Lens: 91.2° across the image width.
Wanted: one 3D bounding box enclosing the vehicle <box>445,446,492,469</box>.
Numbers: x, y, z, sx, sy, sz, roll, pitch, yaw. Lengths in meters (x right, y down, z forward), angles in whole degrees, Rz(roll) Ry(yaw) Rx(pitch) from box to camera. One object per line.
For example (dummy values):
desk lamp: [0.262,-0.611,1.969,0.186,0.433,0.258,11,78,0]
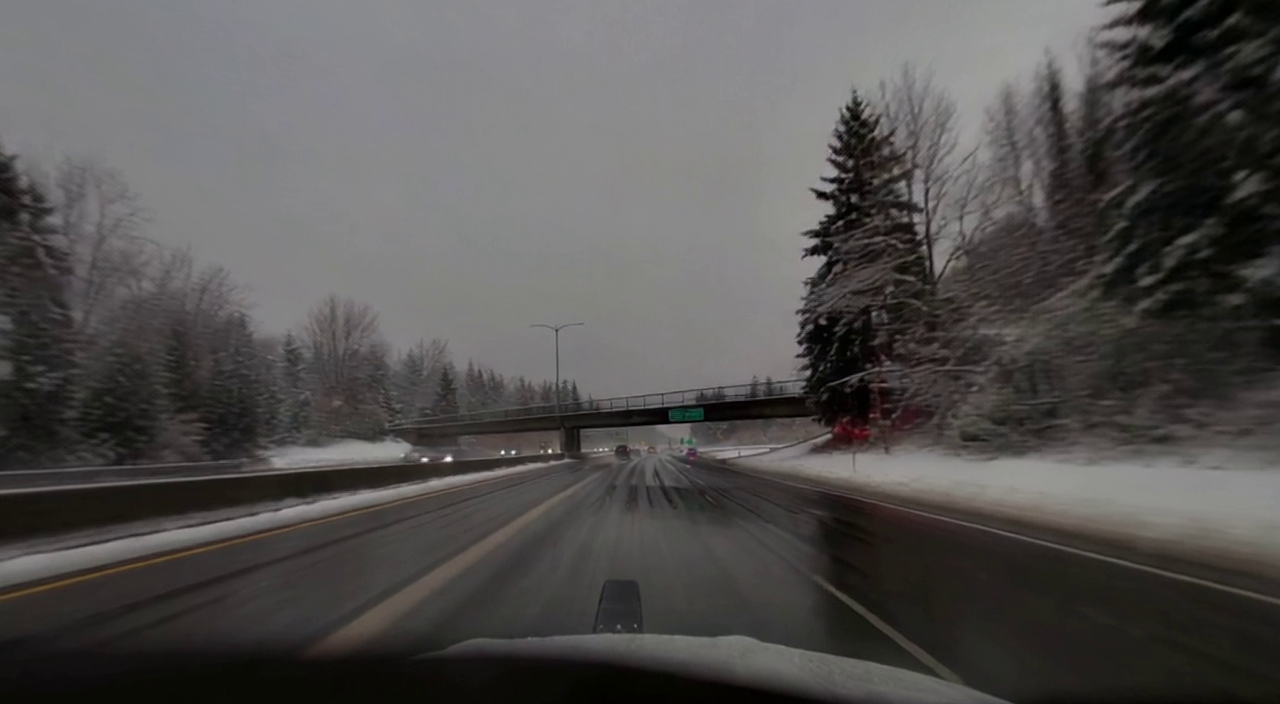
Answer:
vehicle: [-12.320,7.634,45.392,1.984,1.555,4.588,-1,-9,2]
